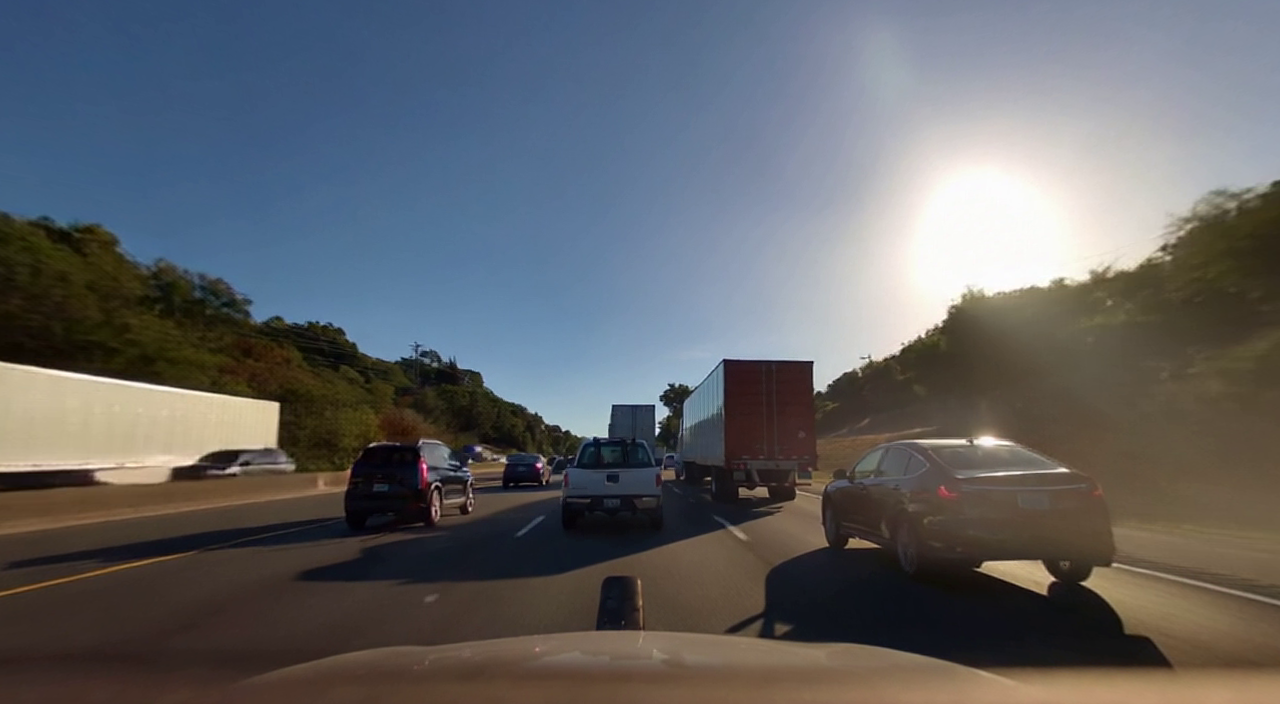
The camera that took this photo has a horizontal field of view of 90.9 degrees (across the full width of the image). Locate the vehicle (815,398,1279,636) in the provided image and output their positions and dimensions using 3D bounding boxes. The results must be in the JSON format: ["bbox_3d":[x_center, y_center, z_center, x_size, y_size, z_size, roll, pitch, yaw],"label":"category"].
[{"bbox_3d":[3.695,1.578,7.080,2.076,1.751,4.666,0,-9,0],"label":"vehicle"}]

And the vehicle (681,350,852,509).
[{"bbox_3d":[3.749,3.167,24.099,3.186,4.111,15.553,0,-9,-1],"label":"vehicle"}]

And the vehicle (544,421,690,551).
[{"bbox_3d":[-0.335,2.204,10.987,2.037,1.792,4.194,0,-9,0],"label":"vehicle"}]

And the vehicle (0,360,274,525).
[{"bbox_3d":[-16.821,2.893,19.689,2.565,3.952,13.857,0,-9,0],"label":"vehicle"}]

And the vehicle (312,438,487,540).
[{"bbox_3d":[-4.338,2.506,12.099,1.789,1.620,3.841,0,-9,0],"label":"vehicle"}]

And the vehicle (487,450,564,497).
[{"bbox_3d":[-3.965,4.259,22.536,1.923,1.503,4.293,0,-9,0],"label":"vehicle"}]

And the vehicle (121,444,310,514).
[{"bbox_3d":[-12.379,3.701,18.956,2.083,1.772,5.143,0,-9,0],"label":"vehicle"}]
